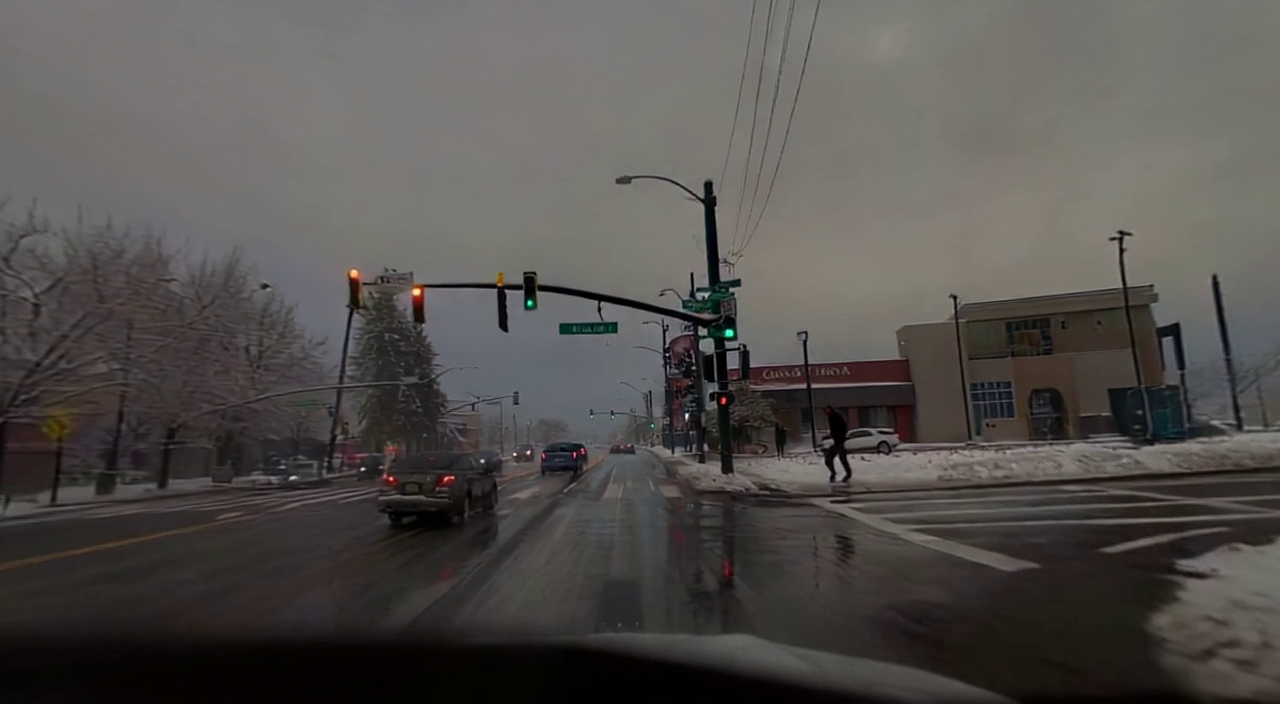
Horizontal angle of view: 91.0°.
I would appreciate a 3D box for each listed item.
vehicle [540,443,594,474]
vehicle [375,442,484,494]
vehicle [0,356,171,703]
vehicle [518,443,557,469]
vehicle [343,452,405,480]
[{"bbox_3d":[-3.667,5.428,32.311,2.147,1.472,4.406,0,-9,1],"label":"vehicle"},{"bbox_3d":[-6.652,3.703,20.503,1.960,1.479,4.654,0,-9,0],"label":"vehicle"},{"bbox_3d":[-3.413,0.635,0.866,2.042,1.673,4.516,0,-9,0],"label":"vehicle"},{"bbox_3d":[-6.946,7.095,42.935,2.012,1.664,3.917,0,-9,0],"label":"vehicle"},{"bbox_3d":[-16.390,7.033,39.052,2.000,1.527,4.786,0,-9,-4],"label":"vehicle"}]
